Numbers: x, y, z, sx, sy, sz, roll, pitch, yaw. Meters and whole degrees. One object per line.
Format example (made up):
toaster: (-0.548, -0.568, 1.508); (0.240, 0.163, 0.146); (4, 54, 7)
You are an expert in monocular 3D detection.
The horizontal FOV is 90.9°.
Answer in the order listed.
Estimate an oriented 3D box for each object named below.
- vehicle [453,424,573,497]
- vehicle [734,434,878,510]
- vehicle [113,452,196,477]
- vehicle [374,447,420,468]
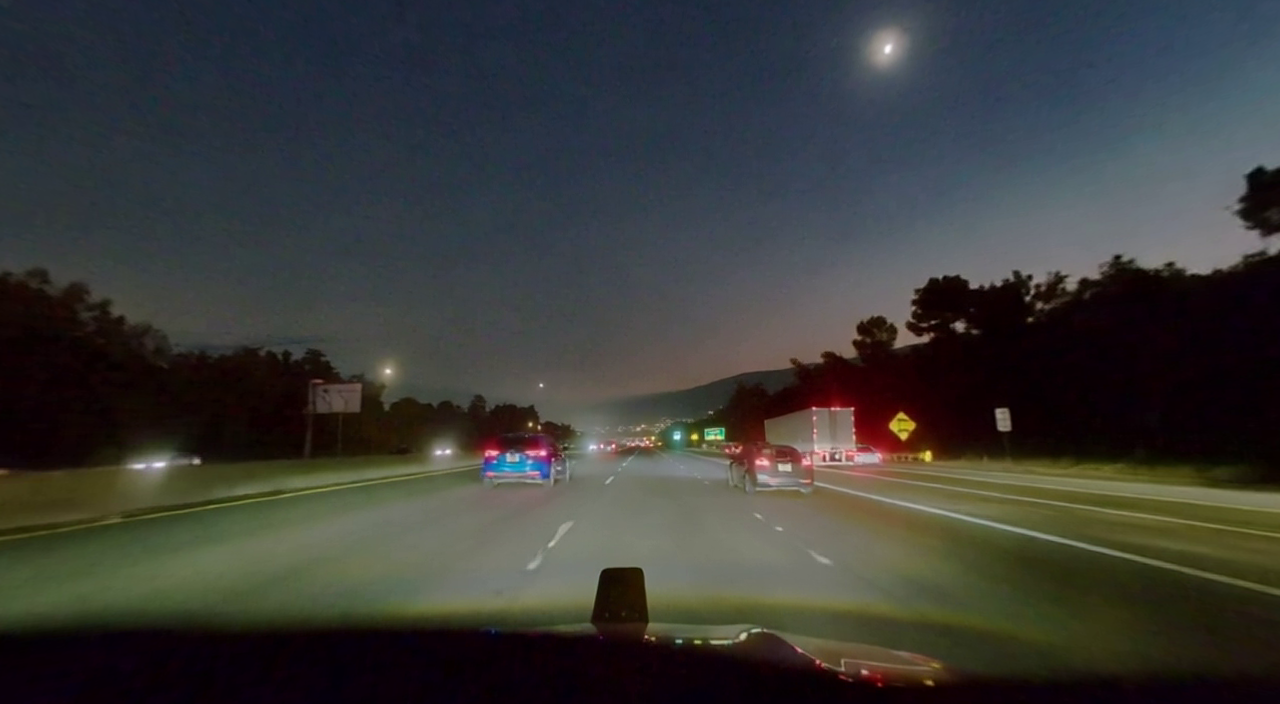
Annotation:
vehicle: (-3.381, 3.057, 18.081); (2.218, 1.764, 5.229); (0, -9, 2)
vehicle: (3.635, 2.737, 14.862); (2.080, 1.493, 4.674); (0, -9, -1)
vehicle: (-35.173, 8.149, 45.864); (1.985, 1.654, 4.881); (0, -9, 3)
vehicle: (-19.105, 8.298, 49.816); (1.801, 1.554, 4.584); (0, -9, 0)
